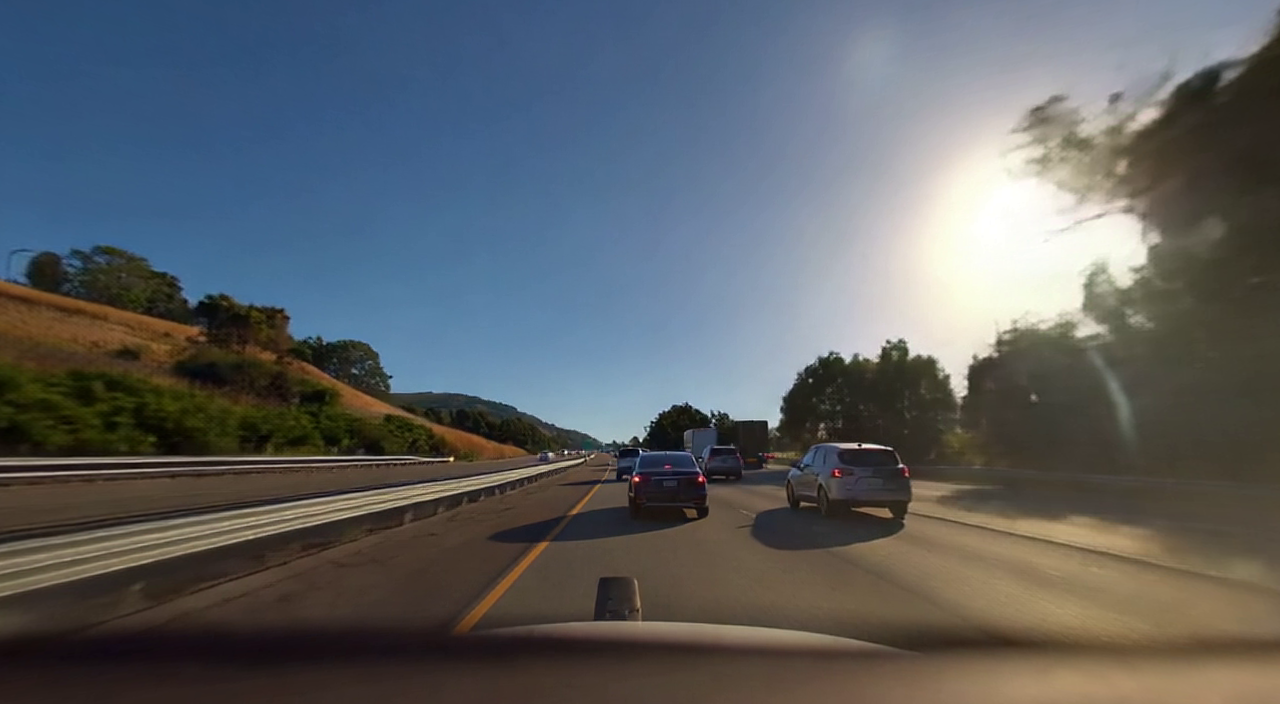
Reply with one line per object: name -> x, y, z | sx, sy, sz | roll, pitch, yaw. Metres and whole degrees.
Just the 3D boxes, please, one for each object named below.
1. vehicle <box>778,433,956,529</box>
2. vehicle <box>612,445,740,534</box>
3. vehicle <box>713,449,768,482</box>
vehicle -> 4.510, 2.634, 13.465 | 1.998, 1.657, 4.604 | 0, -9, -1
vehicle -> 0.557, 2.550, 12.236 | 2.094, 1.426, 3.725 | 0, -9, -1
vehicle -> 4.925, 5.635, 31.452 | 1.908, 1.500, 4.157 | 0, -9, -2
